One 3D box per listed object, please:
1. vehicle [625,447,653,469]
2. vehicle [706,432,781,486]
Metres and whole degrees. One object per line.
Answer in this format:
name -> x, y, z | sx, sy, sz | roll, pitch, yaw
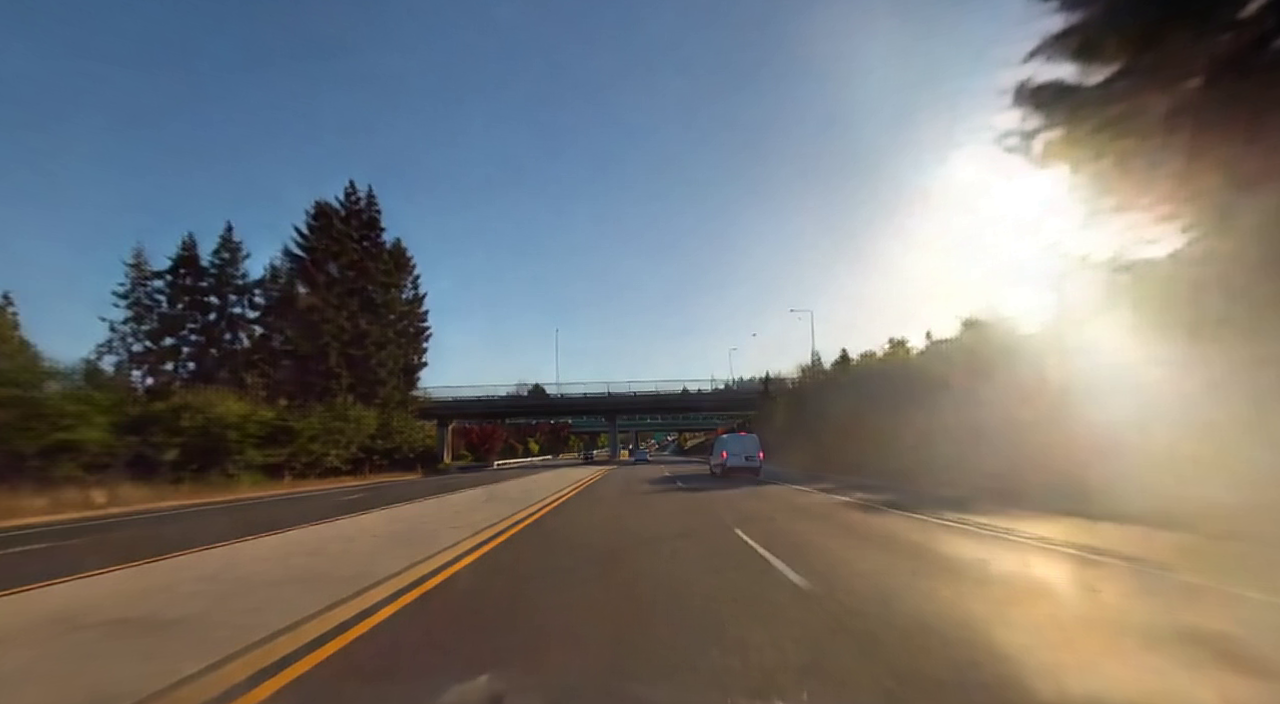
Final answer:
vehicle -> -0.020, 8.049, 48.031 | 2.013, 1.584, 3.995 | 0, -9, 1
vehicle -> 4.125, 4.417, 26.236 | 2.152, 1.998, 5.380 | 0, -9, -1
